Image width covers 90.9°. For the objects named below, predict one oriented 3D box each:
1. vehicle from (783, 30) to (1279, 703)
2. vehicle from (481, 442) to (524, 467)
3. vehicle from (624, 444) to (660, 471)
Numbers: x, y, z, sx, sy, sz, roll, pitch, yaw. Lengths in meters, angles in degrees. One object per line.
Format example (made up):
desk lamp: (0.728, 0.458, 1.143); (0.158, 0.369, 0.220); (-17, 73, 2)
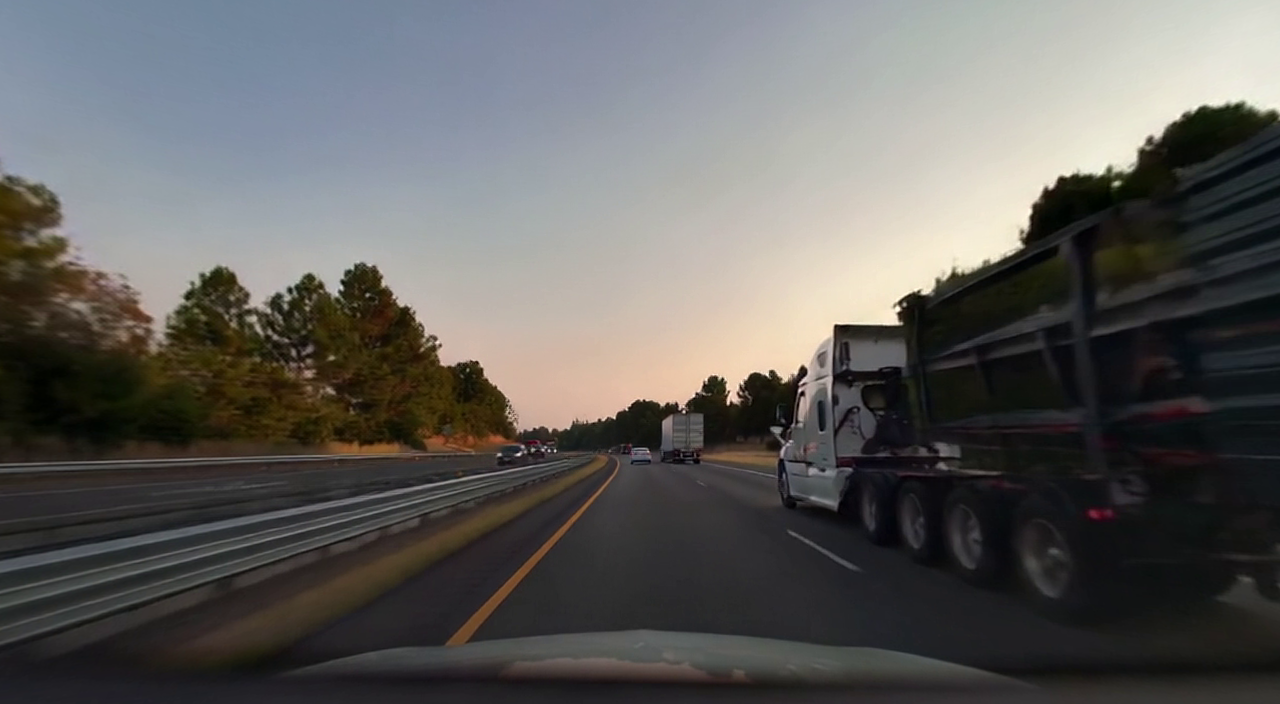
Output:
vehicle: (4.539, 0.491, 5.012); (2.867, 3.571, 14.305); (0, -9, -2)
vehicle: (-9.382, 7.023, 43.353); (2.020, 1.618, 4.287); (0, -9, 0)
vehicle: (0.077, 6.397, 38.350); (2.051, 1.513, 4.511); (0, -9, -2)
